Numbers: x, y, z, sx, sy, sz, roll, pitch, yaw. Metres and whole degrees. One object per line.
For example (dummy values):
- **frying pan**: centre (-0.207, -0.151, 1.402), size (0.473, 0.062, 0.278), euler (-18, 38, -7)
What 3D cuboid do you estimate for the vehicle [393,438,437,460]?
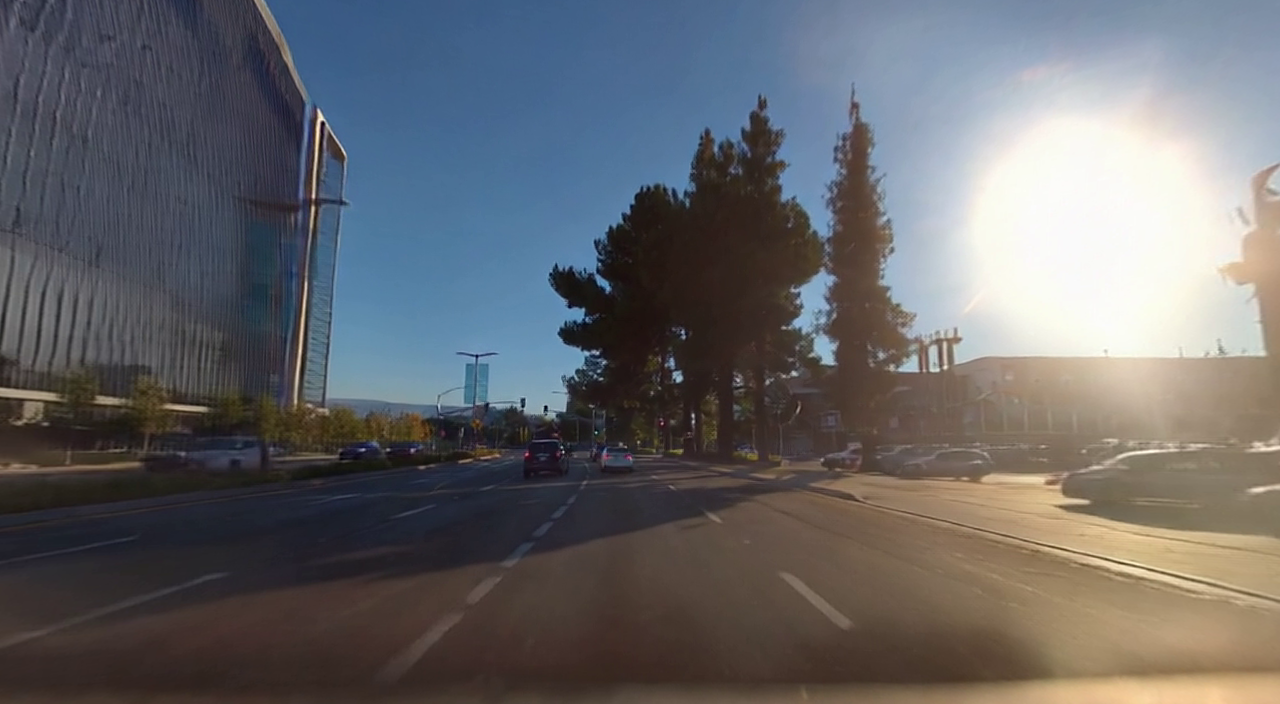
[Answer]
- **vehicle**: centre (-16.977, 7.345, 47.897), size (1.856, 1.625, 4.574), euler (0, -8, -3)

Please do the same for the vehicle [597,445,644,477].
- **vehicle**: centre (-0.973, 5.148, 30.033), size (2.050, 1.385, 4.096), euler (0, -8, -3)

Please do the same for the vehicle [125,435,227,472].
- **vehicle**: centre (-22.332, 4.887, 30.644), size (1.849, 1.657, 4.360), euler (0, -8, -4)

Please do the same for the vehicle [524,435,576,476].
- **vehicle**: centre (-4.209, 4.904, 30.159), size (2.001, 1.784, 4.483), euler (0, -8, -2)

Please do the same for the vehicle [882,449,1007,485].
- **vehicle**: centre (13.248, 5.018, 27.705), size (4.470, 1.429, 1.878), euler (0, -7, 2)

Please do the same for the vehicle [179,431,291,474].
- **vehicle**: centre (-18.472, 4.593, 29.188), size (2.087, 1.788, 4.999), euler (0, -8, -3)

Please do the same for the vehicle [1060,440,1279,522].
- **vehicle**: centre (13.310, 3.204, 15.976), size (3.965, 1.702, 1.817), euler (-3, -7, 1)
